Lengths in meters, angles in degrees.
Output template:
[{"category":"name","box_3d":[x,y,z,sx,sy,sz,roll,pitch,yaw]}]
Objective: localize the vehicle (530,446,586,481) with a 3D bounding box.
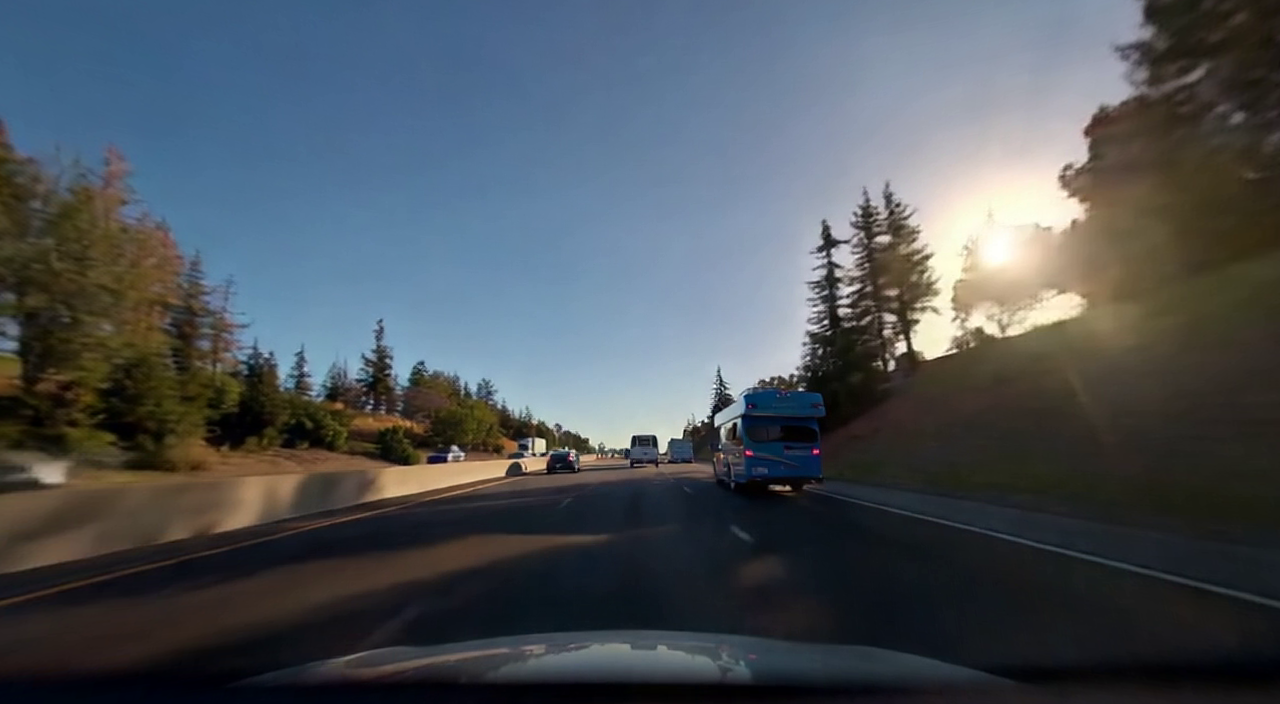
[{"category":"vehicle","box_3d":[-3.750,5.218,29.708,1.959,1.502,4.559,0,-9,1]}]

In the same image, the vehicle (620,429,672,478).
[{"category":"vehicle","box_3d":[0.280,5.306,33.084,2.524,2.310,4.986,0,-9,0]}]

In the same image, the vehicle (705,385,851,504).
[{"category":"vehicle","box_3d":[3.779,2.826,19.247,2.607,2.910,7.252,0,-9,-2]}]
